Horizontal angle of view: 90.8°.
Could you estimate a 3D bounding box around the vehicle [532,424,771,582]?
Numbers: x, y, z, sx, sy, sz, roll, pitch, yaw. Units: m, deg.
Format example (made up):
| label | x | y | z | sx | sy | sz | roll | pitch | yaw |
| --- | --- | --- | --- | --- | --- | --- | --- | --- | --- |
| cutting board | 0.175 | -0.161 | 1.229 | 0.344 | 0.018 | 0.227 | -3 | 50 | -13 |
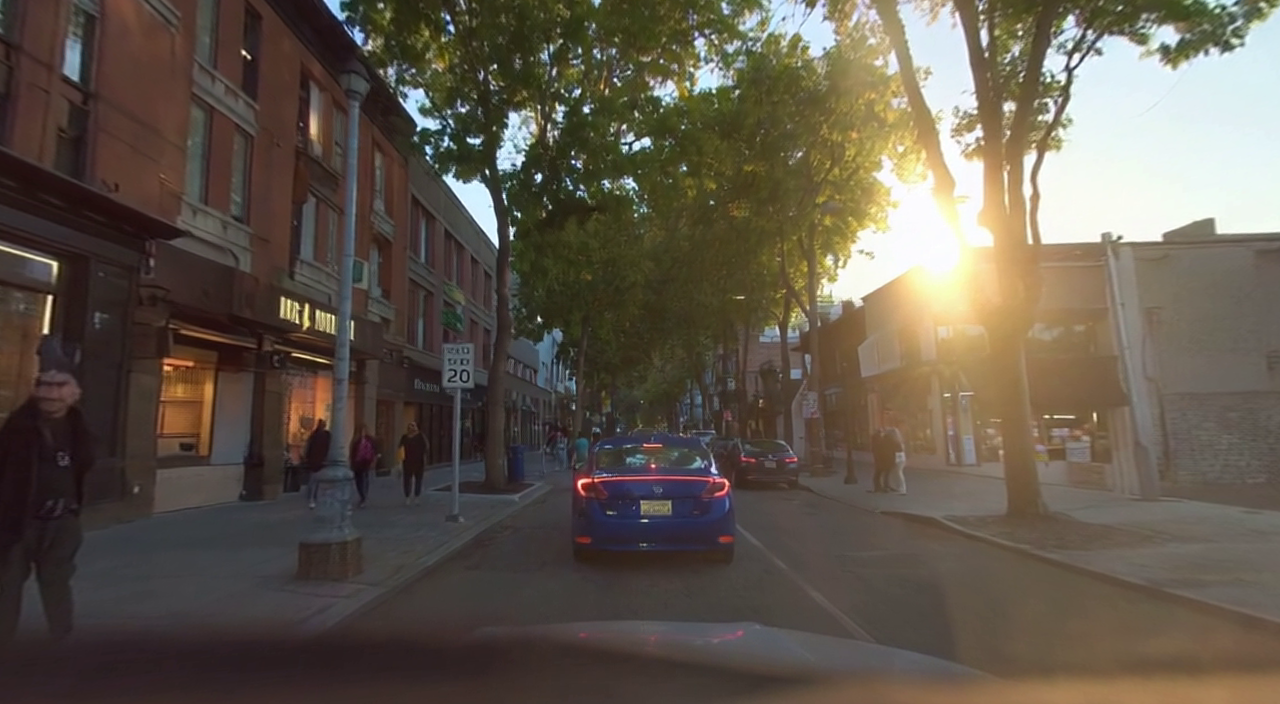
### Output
| label | x | y | z | sx | sy | sz | roll | pitch | yaw |
| --- | --- | --- | --- | --- | --- | --- | --- | --- | --- |
| vehicle | 0.086 | 1.742 | 8.119 | 2.261 | 1.474 | 4.130 | 0 | -8 | -1 |
